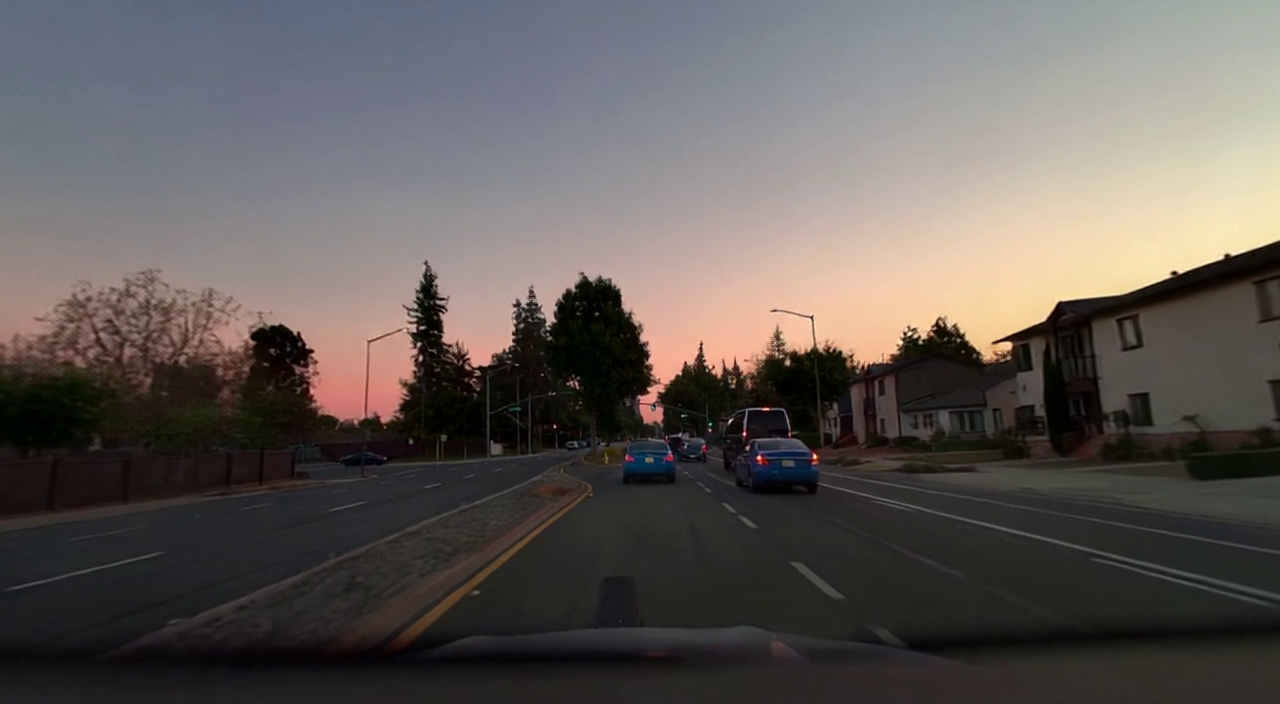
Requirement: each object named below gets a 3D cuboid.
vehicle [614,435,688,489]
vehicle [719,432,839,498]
[{"bbox_3d":[0.306,3.432,20.029,2.093,1.497,4.010,0,-9,0],"label":"vehicle"},{"bbox_3d":[3.552,2.987,17.110,2.161,1.519,4.568,0,-9,-1],"label":"vehicle"}]
